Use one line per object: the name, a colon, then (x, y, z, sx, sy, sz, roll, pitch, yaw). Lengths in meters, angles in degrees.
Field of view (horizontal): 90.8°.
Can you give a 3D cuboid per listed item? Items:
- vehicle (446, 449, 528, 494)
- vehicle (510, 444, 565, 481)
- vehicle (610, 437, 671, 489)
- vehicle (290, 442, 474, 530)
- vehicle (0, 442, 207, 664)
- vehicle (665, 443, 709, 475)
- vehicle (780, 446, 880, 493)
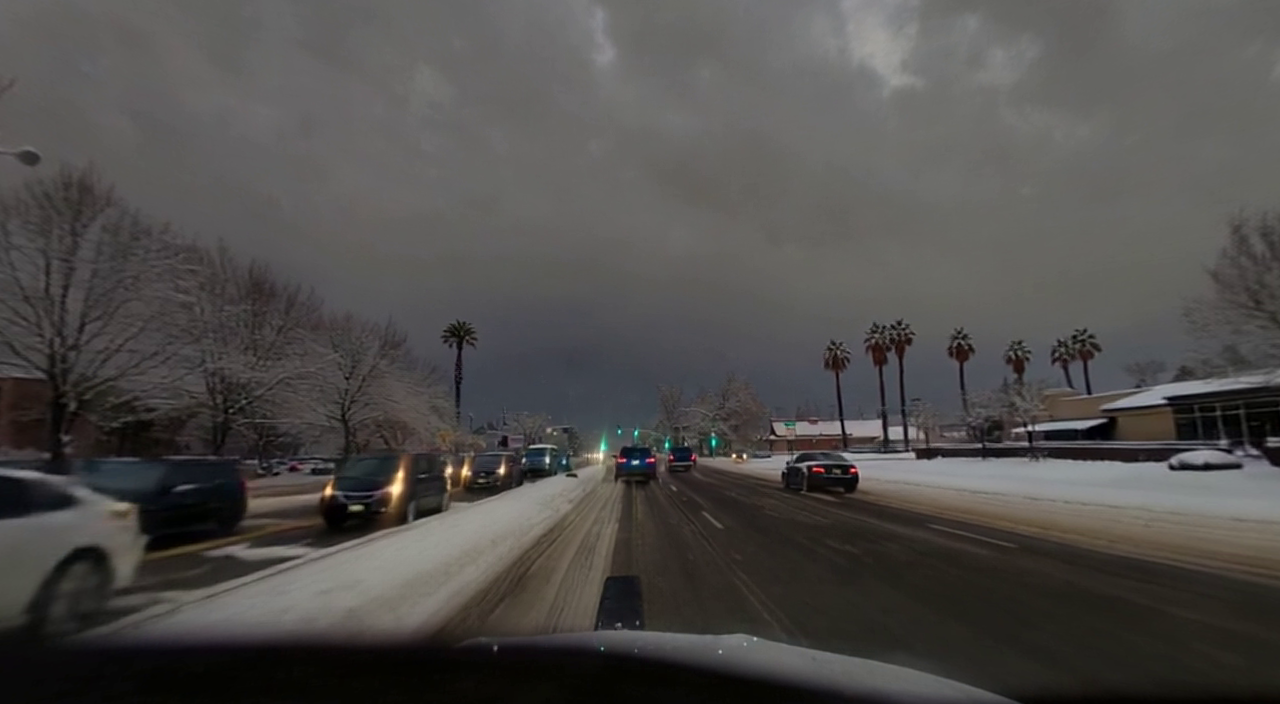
vehicle: (-5.638, 4.422, 23.829, 2.017, 1.463, 4.384, 0, -8, 0)
vehicle: (-5.224, 5.689, 32.817, 2.160, 1.769, 4.494, 0, -8, -1)
vehicle: (-0.032, 4.220, 24.286, 2.151, 1.787, 4.109, 0, -8, -1)
vehicle: (-5.132, 2.693, 13.320, 2.036, 1.541, 4.107, -1, -8, 2)
vehicle: (-5.229, 1.293, 3.903, 2.030, 1.441, 4.324, 0, -8, 0)
vehicle: (2.700, 6.270, 37.330, 2.112, 1.710, 4.234, 0, -8, -1)
vehicle: (6.383, 3.974, 21.802, 1.944, 1.447, 4.309, 0, -8, -2)
